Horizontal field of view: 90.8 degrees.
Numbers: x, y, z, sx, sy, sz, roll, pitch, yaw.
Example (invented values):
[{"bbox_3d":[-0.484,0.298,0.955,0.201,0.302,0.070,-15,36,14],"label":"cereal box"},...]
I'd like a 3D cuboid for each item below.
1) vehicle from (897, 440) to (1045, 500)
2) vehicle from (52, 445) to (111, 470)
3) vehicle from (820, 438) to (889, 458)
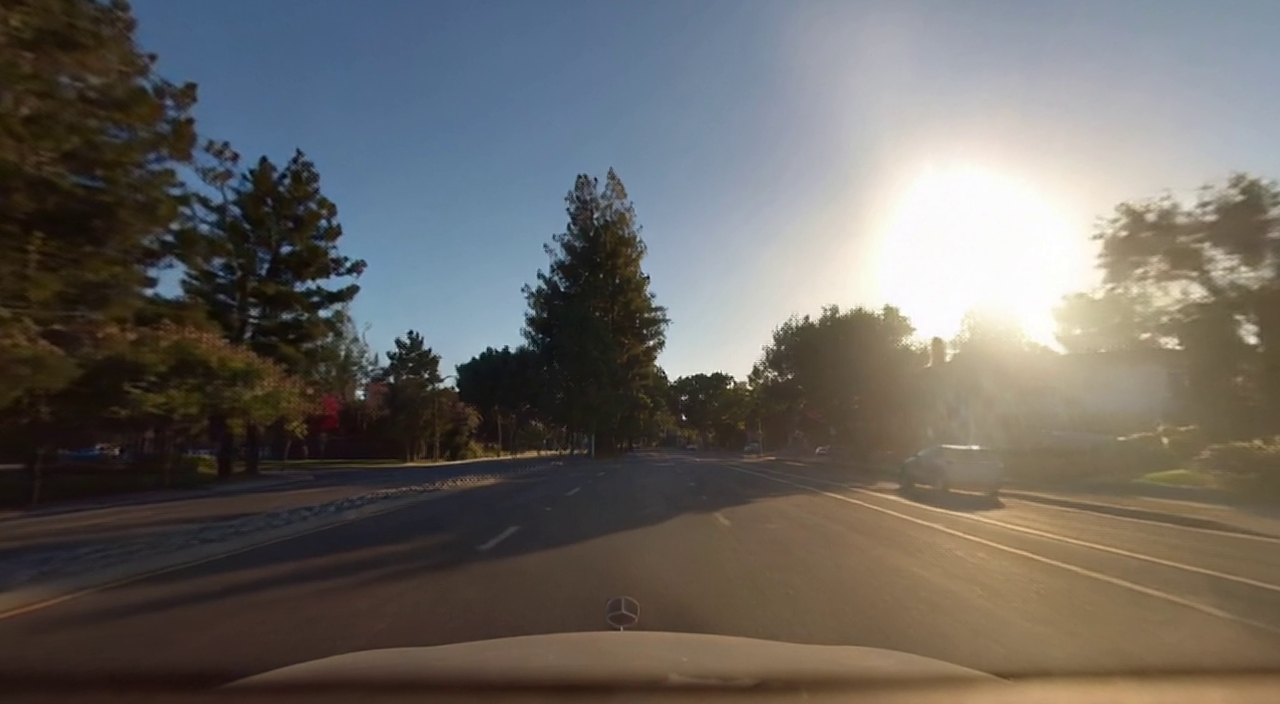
[{"bbox_3d":[9.666,3.455,18.954,2.076,1.547,4.398,0,-9,0],"label":"vehicle"},{"bbox_3d":[-43.892,8.235,49.601,4.783,1.848,2.139,-6,-10,34],"label":"vehicle"},{"bbox_3d":[16.553,7.431,48.896,4.592,1.472,2.009,0,-9,0],"label":"vehicle"}]
